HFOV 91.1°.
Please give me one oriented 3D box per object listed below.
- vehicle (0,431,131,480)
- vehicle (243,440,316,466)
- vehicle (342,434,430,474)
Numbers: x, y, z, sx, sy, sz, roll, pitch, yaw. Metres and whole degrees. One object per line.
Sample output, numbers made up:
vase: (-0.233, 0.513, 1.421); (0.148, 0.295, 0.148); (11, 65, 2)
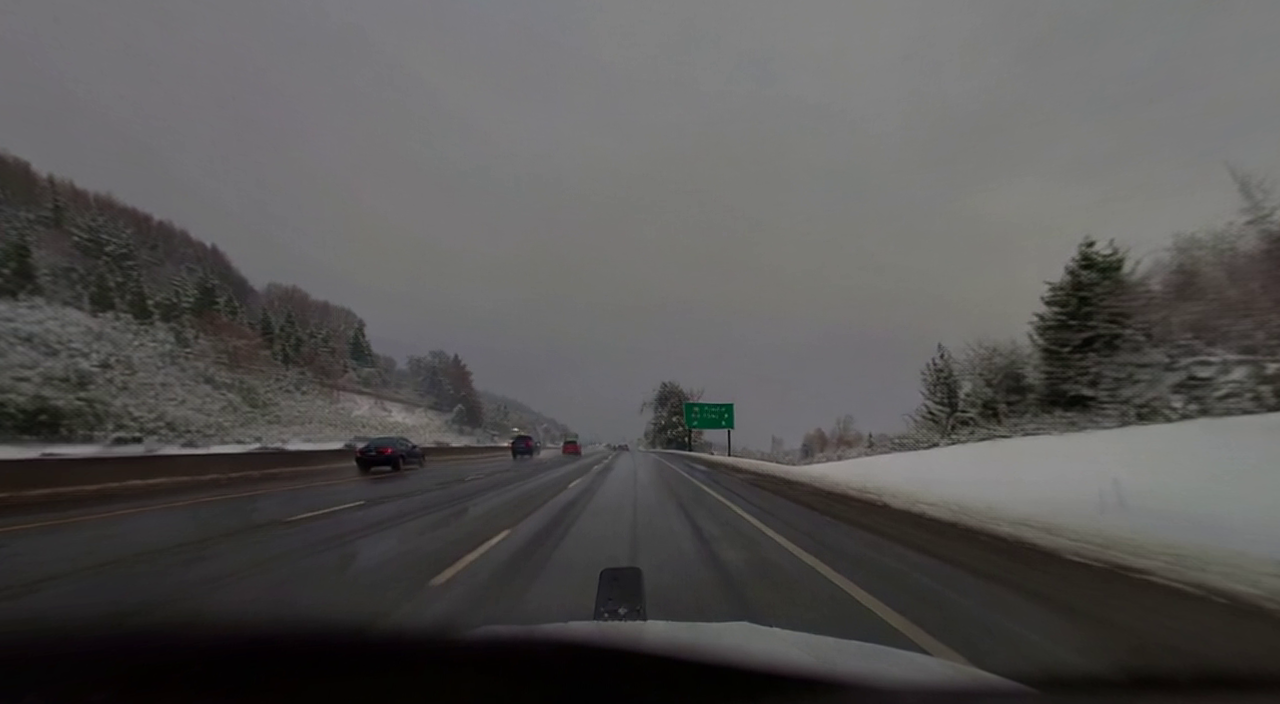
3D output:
vehicle: (-21.598, 3.770, 23.120); (1.923, 1.595, 4.510); (0, -8, 0)
vehicle: (-21.858, 6.117, 38.284); (1.784, 1.445, 4.491); (0, -8, -1)
vehicle: (-11.151, 4.518, 27.989); (2.001, 1.625, 4.528); (0, -8, 0)
